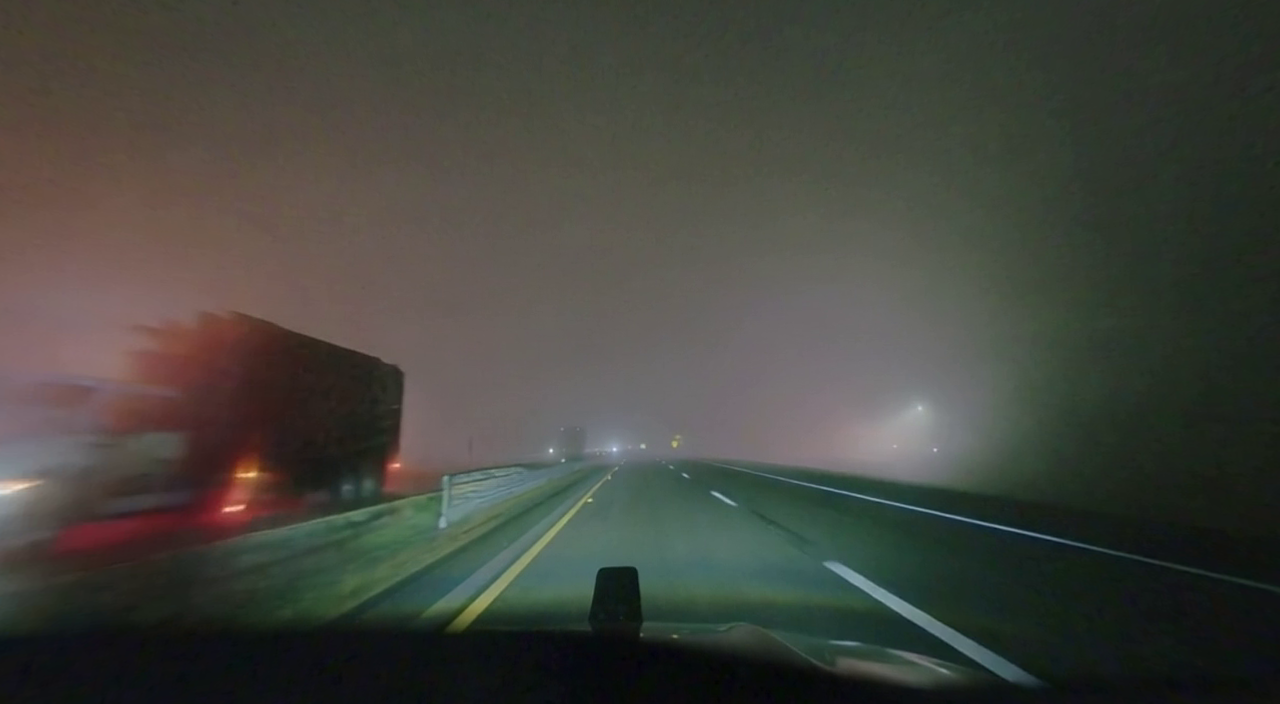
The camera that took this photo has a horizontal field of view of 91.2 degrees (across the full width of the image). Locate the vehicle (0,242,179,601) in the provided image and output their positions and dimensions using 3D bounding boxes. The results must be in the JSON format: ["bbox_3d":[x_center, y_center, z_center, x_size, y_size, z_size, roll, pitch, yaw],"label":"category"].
[{"bbox_3d":[-8.481,0.673,6.284,3.025,3.871,5.988,0,-9,-1],"label":"vehicle"}]

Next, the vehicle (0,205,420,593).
[{"bbox_3d":[-8.499,1.475,12.930,3.008,4.149,13.991,0,-9,-1],"label":"vehicle"}]
